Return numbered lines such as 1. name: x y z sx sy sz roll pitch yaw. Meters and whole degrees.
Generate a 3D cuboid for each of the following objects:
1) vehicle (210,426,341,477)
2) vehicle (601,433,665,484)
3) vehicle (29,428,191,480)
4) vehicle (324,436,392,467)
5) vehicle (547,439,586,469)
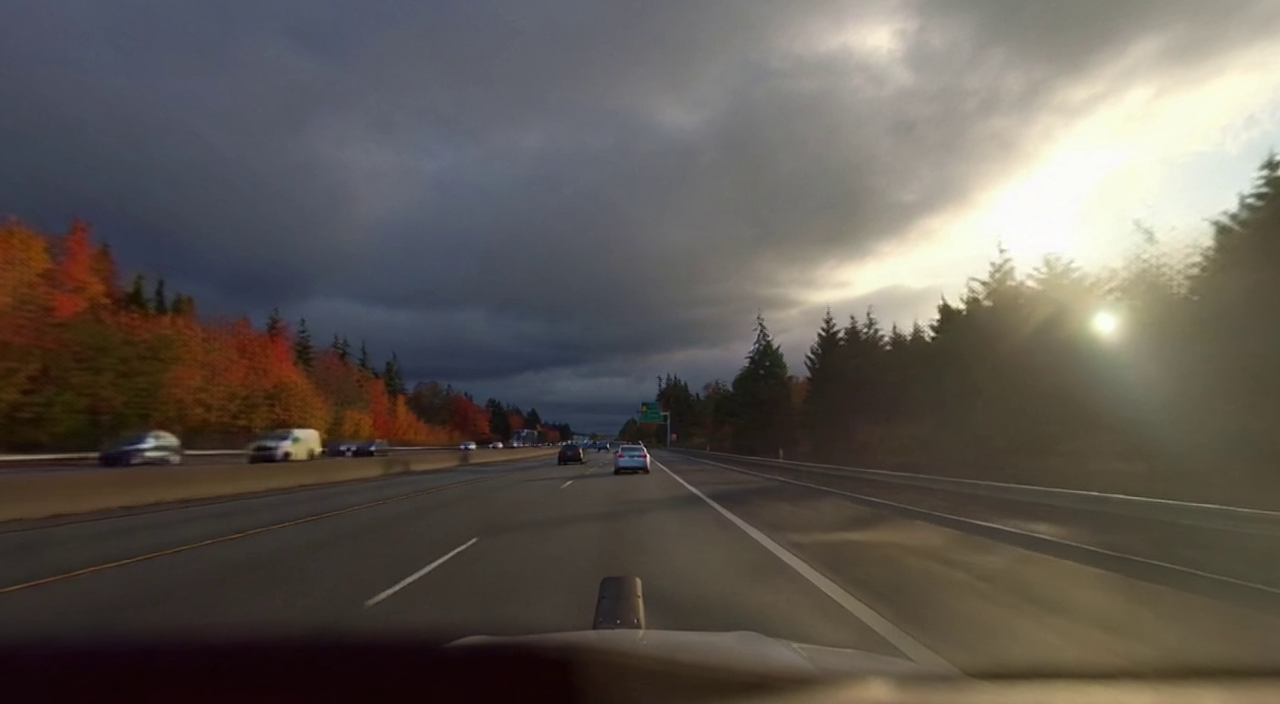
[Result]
1. vehicle: -13.067 3.621 22.890 1.995 1.636 4.605 -1 -9 0
2. vehicle: -0.243 3.844 22.785 2.115 1.661 4.049 0 -9 0
3. vehicle: -18.300 3.556 21.975 1.873 1.586 4.367 -1 -9 0
4. vehicle: -14.543 5.168 32.568 1.800 1.517 4.110 0 -9 -3
5. vehicle: -4.560 6.414 39.519 1.974 1.688 4.727 -1 -9 0
